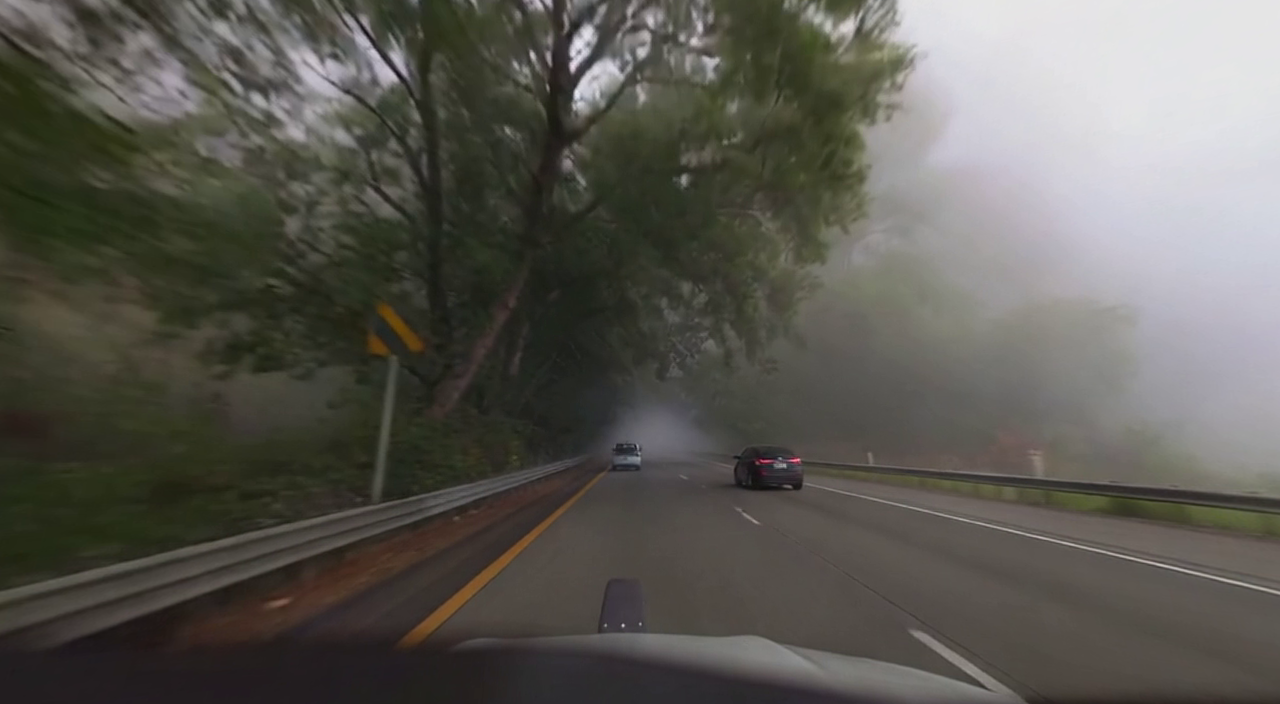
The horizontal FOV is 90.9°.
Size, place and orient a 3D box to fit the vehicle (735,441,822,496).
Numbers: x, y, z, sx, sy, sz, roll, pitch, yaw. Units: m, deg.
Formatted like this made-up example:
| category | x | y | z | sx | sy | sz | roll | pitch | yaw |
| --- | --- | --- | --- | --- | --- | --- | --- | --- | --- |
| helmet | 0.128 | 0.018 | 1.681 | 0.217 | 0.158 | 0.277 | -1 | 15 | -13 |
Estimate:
| category | x | y | z | sx | sy | sz | roll | pitch | yaw |
| --- | --- | --- | --- | --- | --- | --- | --- | --- | --- |
| vehicle | 4.033 | 3.446 | 18.895 | 1.757 | 1.459 | 3.398 | 0 | -9 | -1 |

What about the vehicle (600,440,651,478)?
| category | x | y | z | sx | sy | sz | roll | pitch | yaw |
| --- | --- | --- | --- | --- | --- | --- | --- | --- | --- |
| vehicle | -0.632 | 4.818 | 28.570 | 2.120 | 1.575 | 4.018 | 0 | -9 | 0 |
